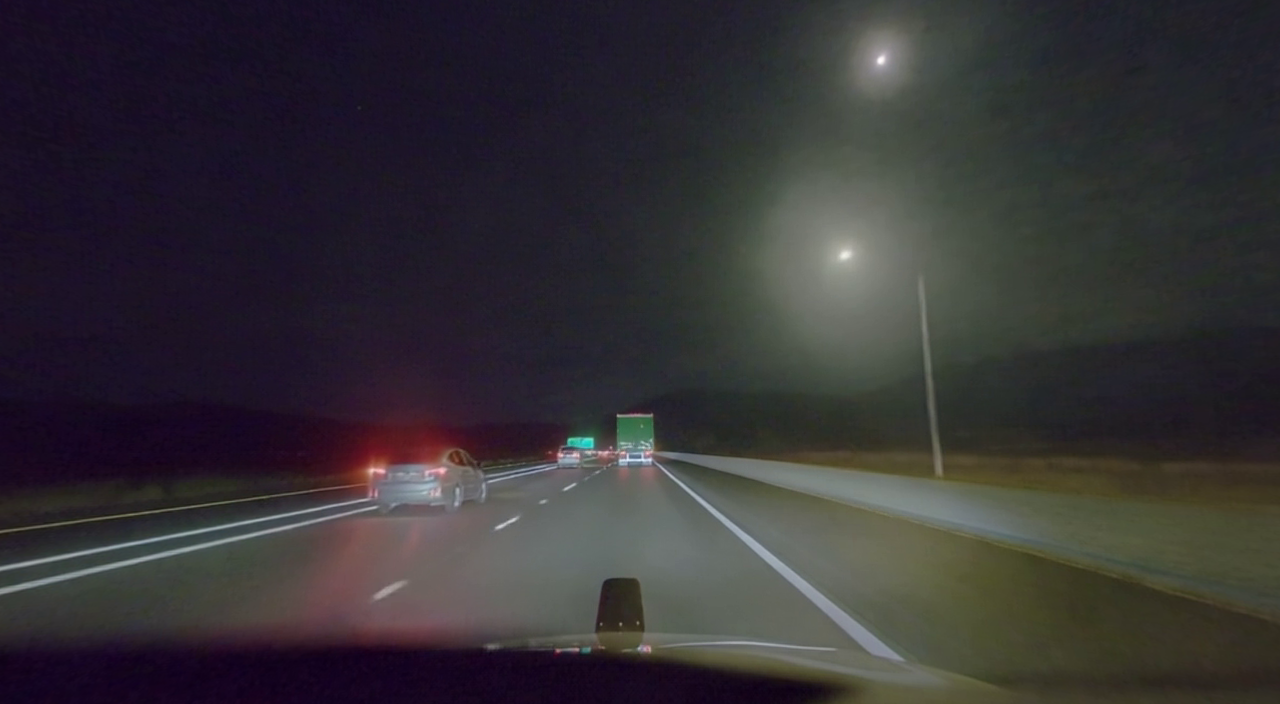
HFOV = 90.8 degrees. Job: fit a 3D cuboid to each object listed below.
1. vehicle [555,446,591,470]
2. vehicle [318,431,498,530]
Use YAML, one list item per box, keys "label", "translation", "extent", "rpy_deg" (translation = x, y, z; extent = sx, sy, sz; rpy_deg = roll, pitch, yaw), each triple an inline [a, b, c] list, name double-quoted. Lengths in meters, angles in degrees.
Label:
- label: "vehicle"
  translation: [-4.497, 7.153, 42.787]
  extent: [1.978, 1.507, 4.062]
  rpy_deg: [0, -9, 0]
- label: "vehicle"
  translation: [-4.330, 2.457, 12.648]
  extent: [1.991, 1.618, 4.211]
  rpy_deg: [0, -9, 0]
